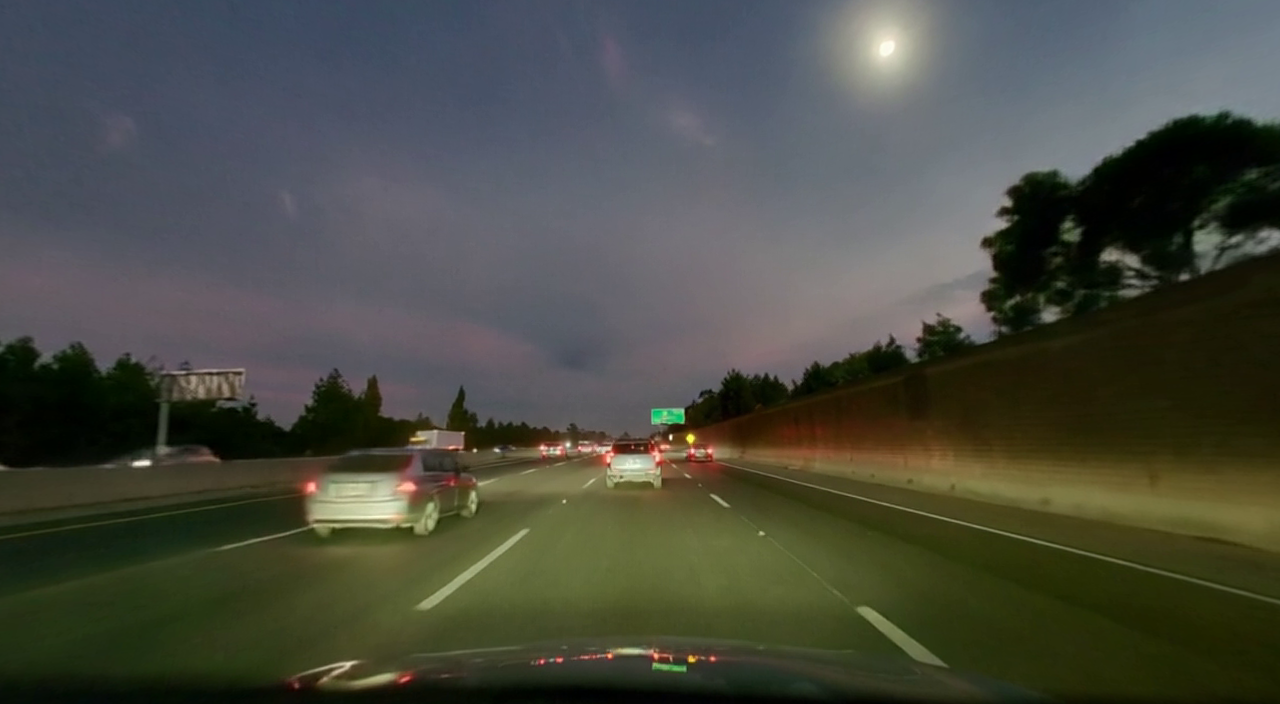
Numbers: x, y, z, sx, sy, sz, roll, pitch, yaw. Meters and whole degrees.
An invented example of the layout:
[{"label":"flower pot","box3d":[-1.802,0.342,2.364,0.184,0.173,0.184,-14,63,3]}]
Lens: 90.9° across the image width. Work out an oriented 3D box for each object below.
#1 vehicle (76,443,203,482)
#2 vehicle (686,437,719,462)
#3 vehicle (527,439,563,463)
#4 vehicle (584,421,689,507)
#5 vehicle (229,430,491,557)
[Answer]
[{"label":"vehicle","box3d":[-21.198,4.673,26.994,1.860,1.503,4.271,0,-9,1]},{"label":"vehicle","box3d":[4.744,7.538,48.674,2.017,1.847,4.299,0,-9,-1]},{"label":"vehicle","box3d":[-7.136,7.515,47.788,2.024,1.706,4.249,0,-9,1]},{"label":"vehicle","box3d":[-0.078,2.707,15.630,2.233,1.804,4.273,0,-9,0]},{"label":"vehicle","box3d":[-3.738,1.955,9.421,1.967,1.442,4.143,0,-9,1]}]
